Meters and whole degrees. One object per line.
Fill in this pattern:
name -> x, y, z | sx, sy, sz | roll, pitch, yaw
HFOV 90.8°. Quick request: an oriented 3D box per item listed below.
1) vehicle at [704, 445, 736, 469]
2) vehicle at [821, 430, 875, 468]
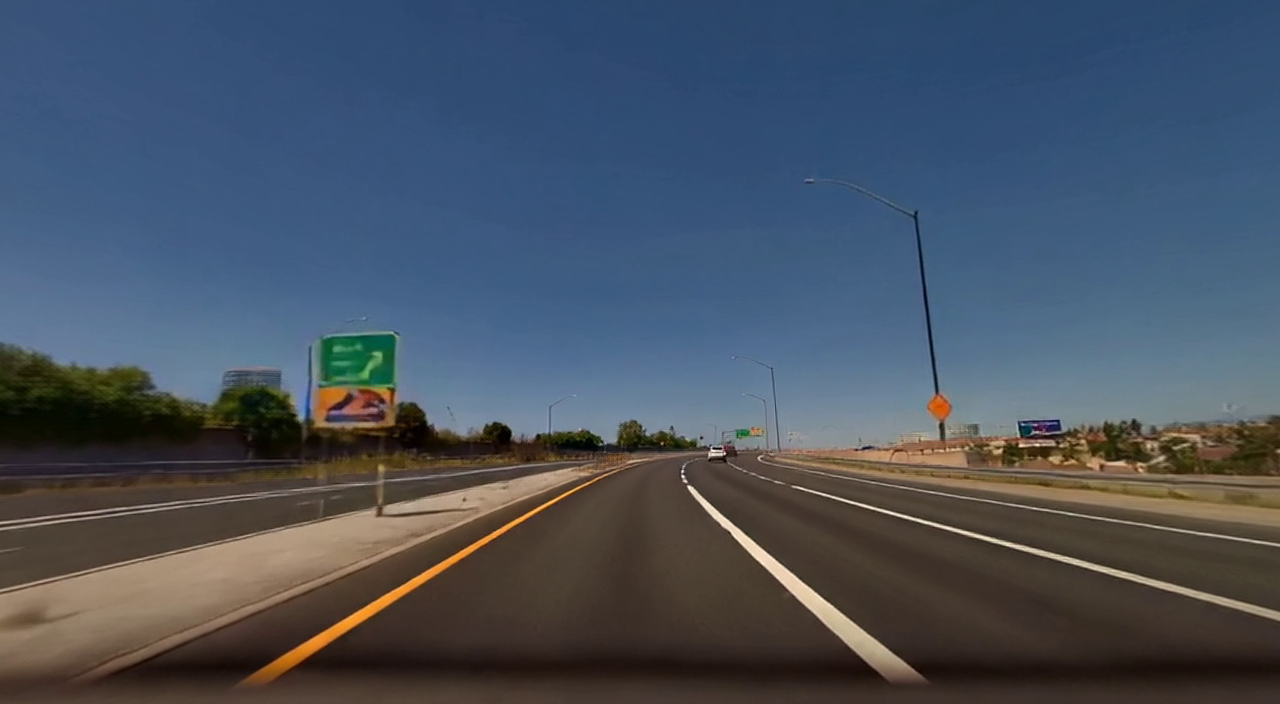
vehicle -> 5.376, 7.098, 42.958 | 1.874, 1.506, 4.116 | -1, -8, 3
vehicle -> 14.271, 6.681, 43.568 | 3.055, 2.511, 2.572 | -2, -9, 8
